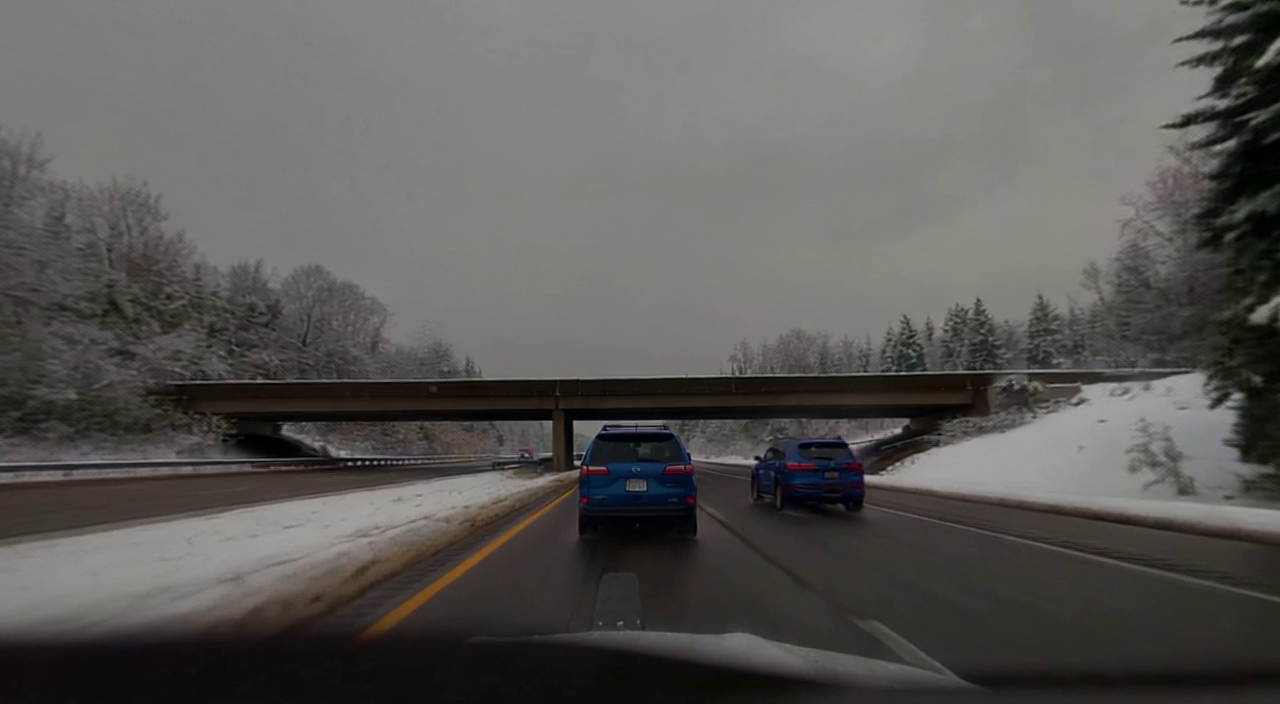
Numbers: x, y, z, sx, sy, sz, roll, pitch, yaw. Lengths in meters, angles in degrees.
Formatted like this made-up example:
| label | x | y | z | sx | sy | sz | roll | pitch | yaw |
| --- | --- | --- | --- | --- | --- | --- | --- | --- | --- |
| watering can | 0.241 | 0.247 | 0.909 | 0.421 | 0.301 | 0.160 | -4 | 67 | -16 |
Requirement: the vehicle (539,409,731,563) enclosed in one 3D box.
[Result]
| label | x | y | z | sx | sy | sz | roll | pitch | yaw |
| --- | --- | --- | --- | --- | --- | --- | --- | --- | --- |
| vehicle | -0.069 | 1.929 | 9.669 | 2.288 | 1.823 | 4.059 | 0 | -9 | 0 |

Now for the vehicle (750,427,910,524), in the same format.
| label | x | y | z | sx | sy | sz | roll | pitch | yaw |
| --- | --- | --- | --- | --- | --- | --- | --- | --- | --- |
| vehicle | 3.923 | 2.650 | 14.031 | 2.043 | 1.767 | 4.620 | 0 | -9 | -1 |
